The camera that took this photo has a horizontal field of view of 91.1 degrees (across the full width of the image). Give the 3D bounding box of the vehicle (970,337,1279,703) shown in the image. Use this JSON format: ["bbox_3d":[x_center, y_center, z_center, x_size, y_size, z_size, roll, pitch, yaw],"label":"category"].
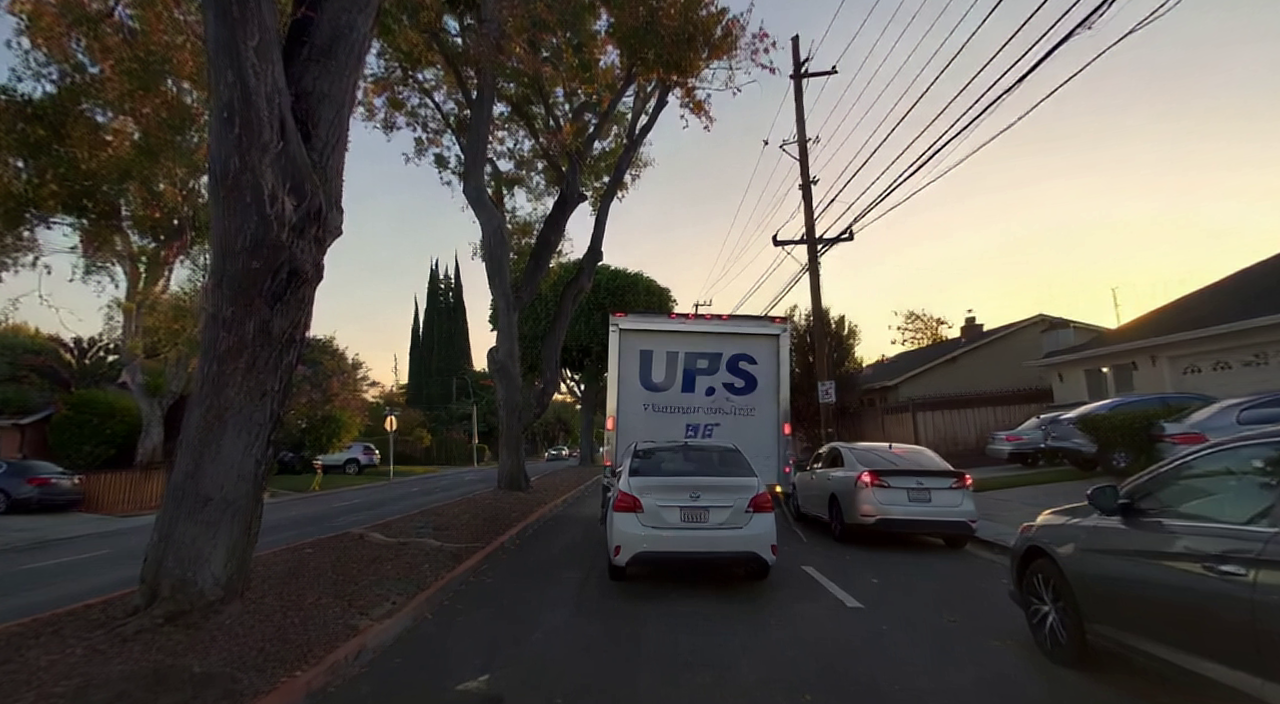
[{"bbox_3d":[3.315,0.773,1.935,2.069,1.722,4.888,0,-8,2],"label":"vehicle"}]

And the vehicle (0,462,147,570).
[{"bbox_3d":[-10.354,2.488,9.480,1.925,1.482,4.753,0,-8,0],"label":"vehicle"}]

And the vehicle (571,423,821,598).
[{"bbox_3d":[0.479,1.700,7.681,2.158,1.499,4.377,0,-8,0],"label":"vehicle"}]

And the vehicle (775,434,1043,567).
[{"bbox_3d":[3.513,2.008,9.349,1.993,1.479,4.487,0,-8,0],"label":"vehicle"}]

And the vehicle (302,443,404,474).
[{"bbox_3d":[-17.432,6.473,38.300,5.274,1.793,1.921,0,-8,3],"label":"vehicle"}]
